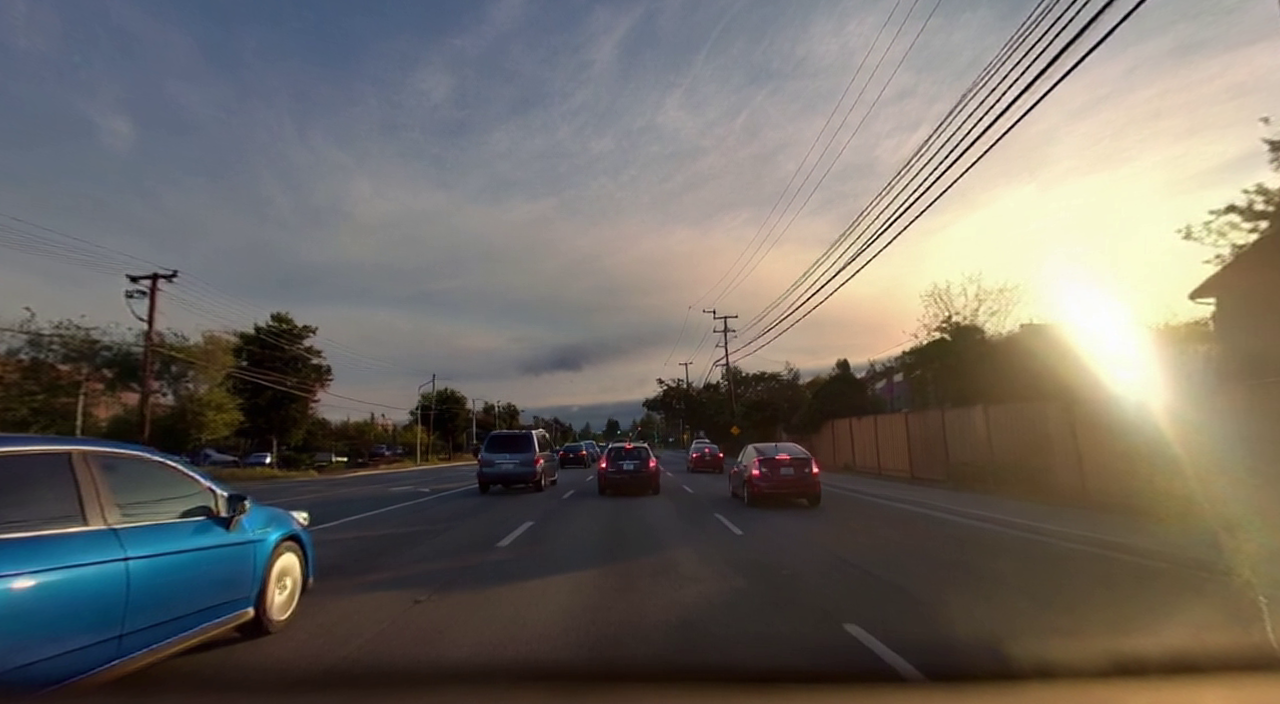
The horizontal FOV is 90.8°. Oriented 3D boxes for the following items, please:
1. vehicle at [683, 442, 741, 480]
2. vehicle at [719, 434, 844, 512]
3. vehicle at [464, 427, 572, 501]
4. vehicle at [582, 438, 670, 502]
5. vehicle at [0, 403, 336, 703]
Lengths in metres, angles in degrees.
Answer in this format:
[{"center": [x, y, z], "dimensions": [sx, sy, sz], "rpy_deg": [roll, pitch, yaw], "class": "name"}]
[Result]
[{"center": [3.045, 4.699, 27.464], "dimensions": [1.878, 1.479, 4.461], "rpy_deg": [0, -9, -1], "class": "vehicle"}, {"center": [3.033, 2.689, 14.417], "dimensions": [1.880, 1.521, 3.724], "rpy_deg": [0, -9, -2], "class": "vehicle"}, {"center": [-3.314, 3.155, 18.225], "dimensions": [2.092, 1.839, 4.736], "rpy_deg": [0, -9, 1], "class": "vehicle"}, {"center": [-0.336, 3.106, 17.066], "dimensions": [2.097, 1.511, 3.809], "rpy_deg": [0, -9, 0], "class": "vehicle"}, {"center": [-3.337, 0.965, 2.575], "dimensions": [2.004, 1.454, 4.349], "rpy_deg": [0, -9, 0], "class": "vehicle"}]
